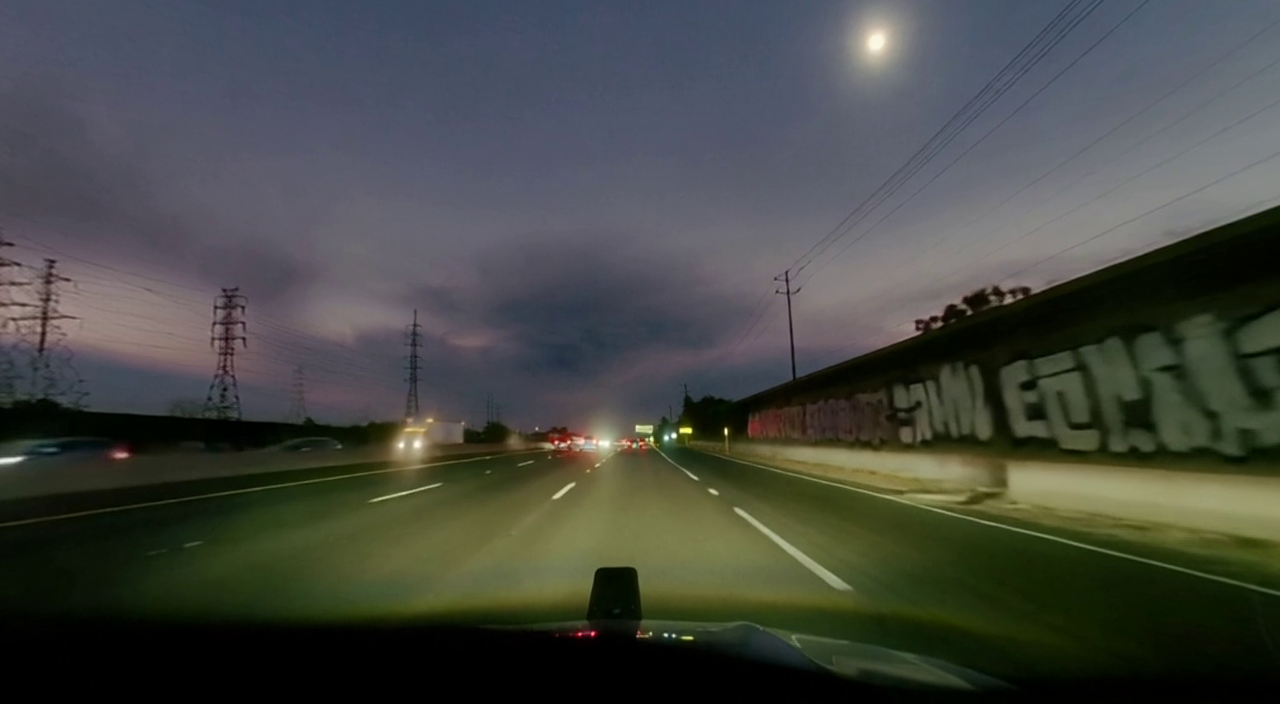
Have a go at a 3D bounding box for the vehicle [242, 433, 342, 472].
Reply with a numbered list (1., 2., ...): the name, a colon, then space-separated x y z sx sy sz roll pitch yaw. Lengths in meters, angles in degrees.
1. vehicle: -15.479 4.456 28.345 1.965 1.598 4.475 0 -8 0
